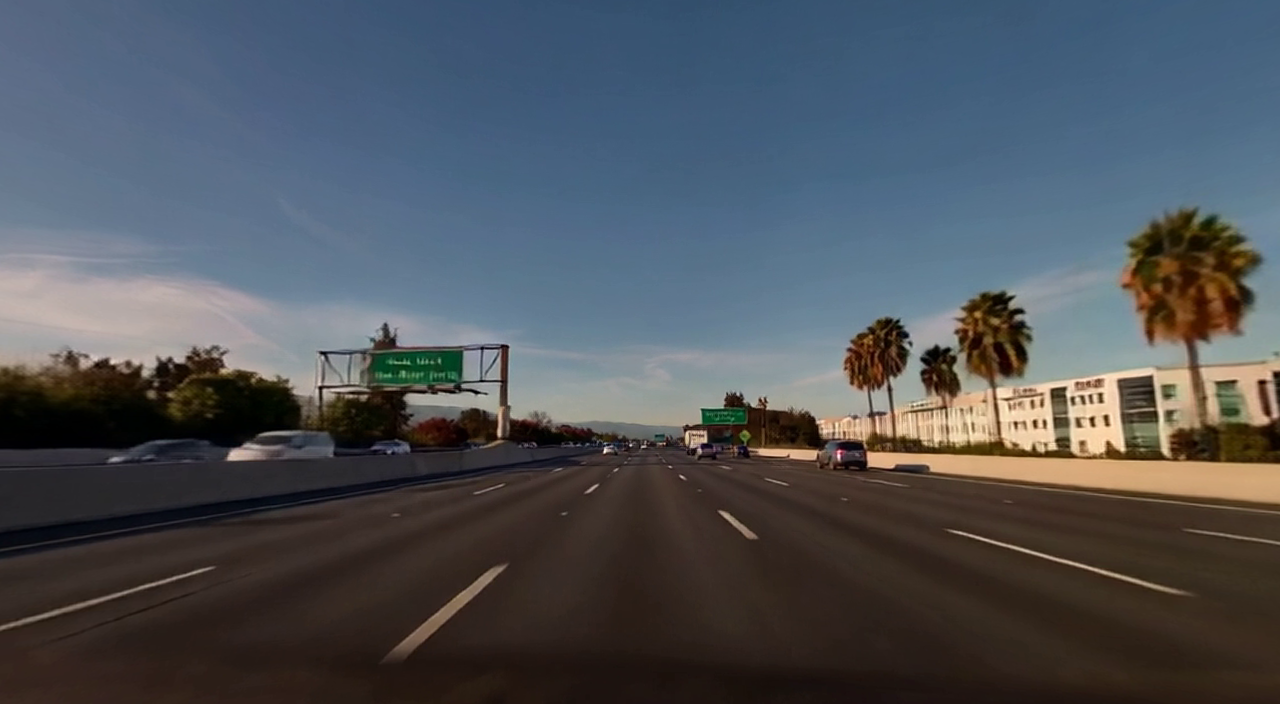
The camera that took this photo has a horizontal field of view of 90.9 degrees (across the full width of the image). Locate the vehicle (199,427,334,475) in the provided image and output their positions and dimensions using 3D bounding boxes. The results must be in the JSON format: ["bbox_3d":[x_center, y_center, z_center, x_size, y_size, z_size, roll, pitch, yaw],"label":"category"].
[{"bbox_3d":[-15.884,4.252,27.345,2.274,1.848,5.737,0,-8,1],"label":"vehicle"}]

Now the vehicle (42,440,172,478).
[{"bbox_3d":[-22.160,4.437,26.465,1.750,1.462,4.168,0,-8,1],"label":"vehicle"}]

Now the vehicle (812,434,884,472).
[{"bbox_3d":[11.038,5.367,33.818,2.168,1.861,4.678,0,-8,-1],"label":"vehicle"}]
